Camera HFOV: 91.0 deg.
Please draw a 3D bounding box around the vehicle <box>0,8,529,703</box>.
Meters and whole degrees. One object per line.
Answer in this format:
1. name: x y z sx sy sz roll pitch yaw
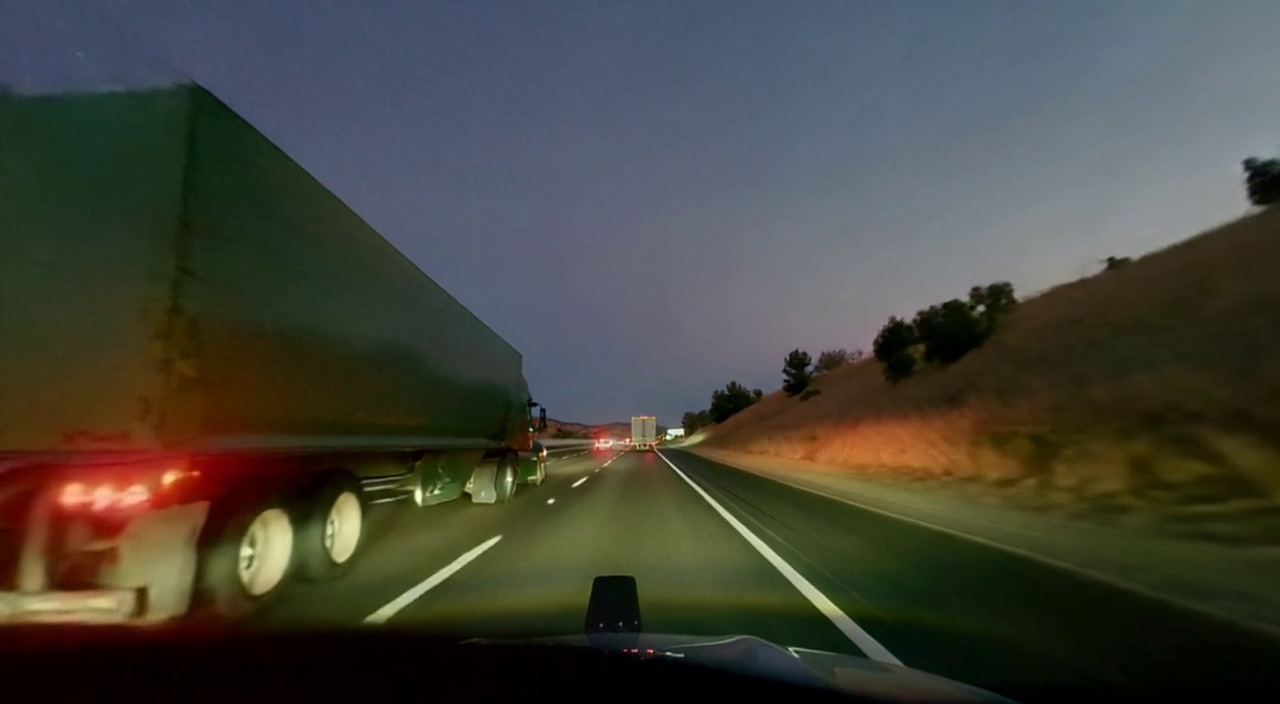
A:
1. vehicle: -3.751 0.806 8.077 2.789 3.271 10.894 1 -8 -1
